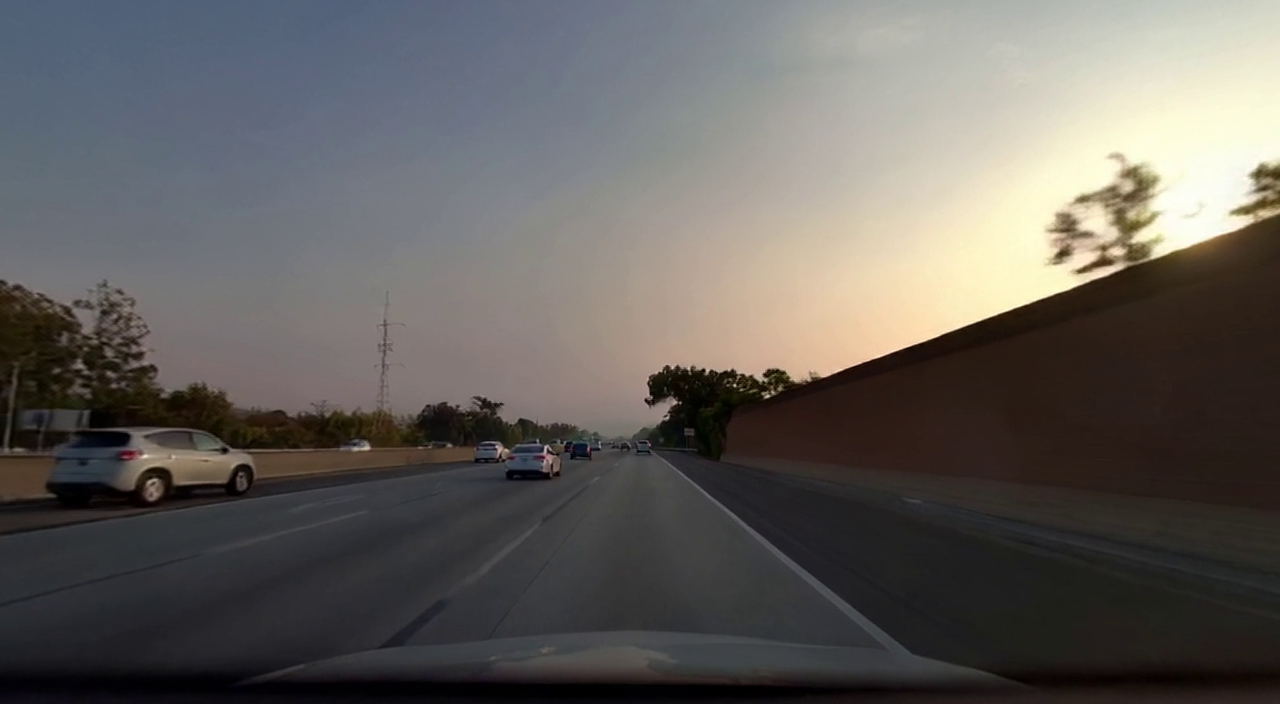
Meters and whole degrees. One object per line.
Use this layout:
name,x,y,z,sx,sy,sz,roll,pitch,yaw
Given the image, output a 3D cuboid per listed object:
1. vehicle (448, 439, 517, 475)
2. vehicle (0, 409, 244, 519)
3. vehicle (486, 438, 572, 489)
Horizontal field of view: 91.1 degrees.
vehicle,-7.059,4.747,28.616,1.942,1.502,4.216,0,-8,1
vehicle,-11.147,2.247,13.211,2.207,1.834,5.255,0,-8,0
vehicle,-3.581,3.684,21.223,1.945,1.484,4.803,0,-8,1
